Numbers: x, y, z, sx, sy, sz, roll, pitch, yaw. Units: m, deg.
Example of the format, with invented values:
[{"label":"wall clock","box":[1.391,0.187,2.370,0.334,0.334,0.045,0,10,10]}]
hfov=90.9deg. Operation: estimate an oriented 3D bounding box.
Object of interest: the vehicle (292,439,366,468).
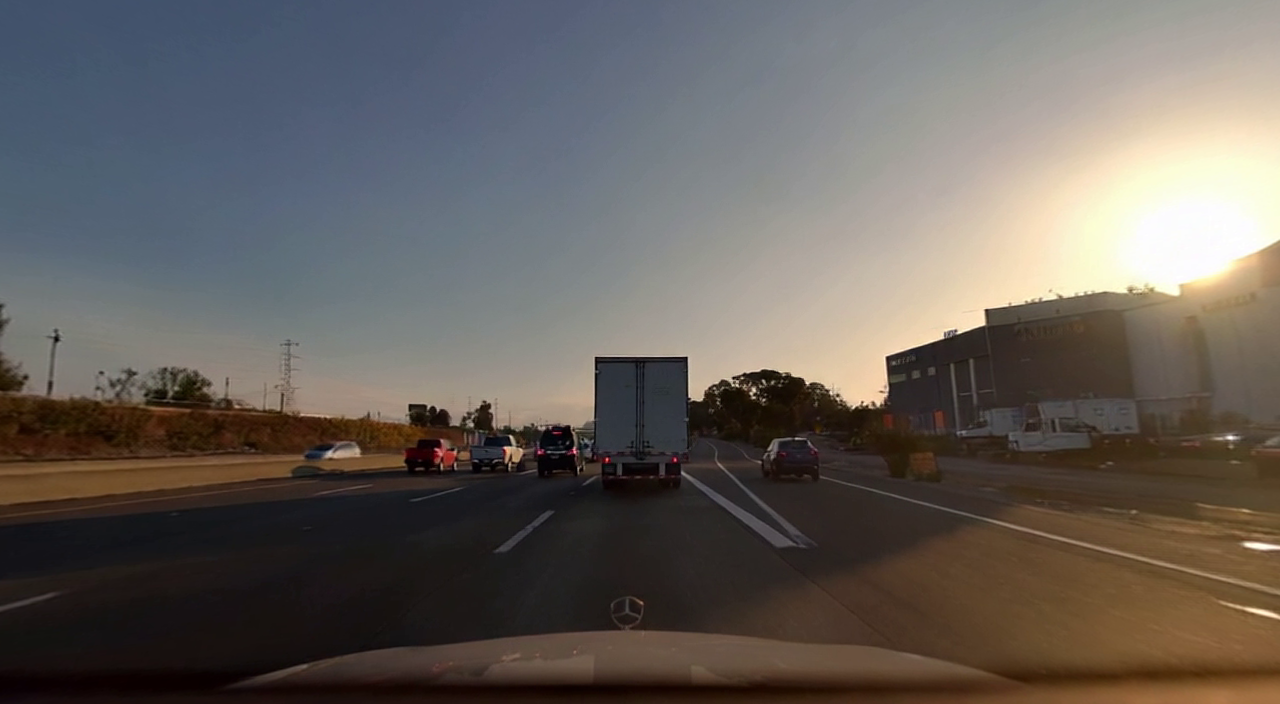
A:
[{"label":"vehicle","box":[-17.498,5.731,35.689,1.944,1.488,4.297,0,-9,0]}]

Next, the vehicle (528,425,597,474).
[{"label":"vehicle","box":[-3.470,4.579,29.665,2.379,2.075,6.169,0,-9,1]}]

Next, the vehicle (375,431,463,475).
[{"label":"vehicle","box":[-10.500,4.870,30.587,2.089,1.885,5.888,0,-9,0]}]

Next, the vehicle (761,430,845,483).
[{"label":"vehicle","box":[6.140,4.008,24.403,2.137,1.796,4.817,0,-9,3]}]

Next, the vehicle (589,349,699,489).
[{"label":"vehicle","box":[0.024,2.552,22.107,2.941,3.794,9.851,0,-9,-1]}]

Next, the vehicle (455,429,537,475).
[{"label":"vehicle","box":[-6.824,4.832,30.653,2.479,1.978,5.952,0,-9,1]}]
